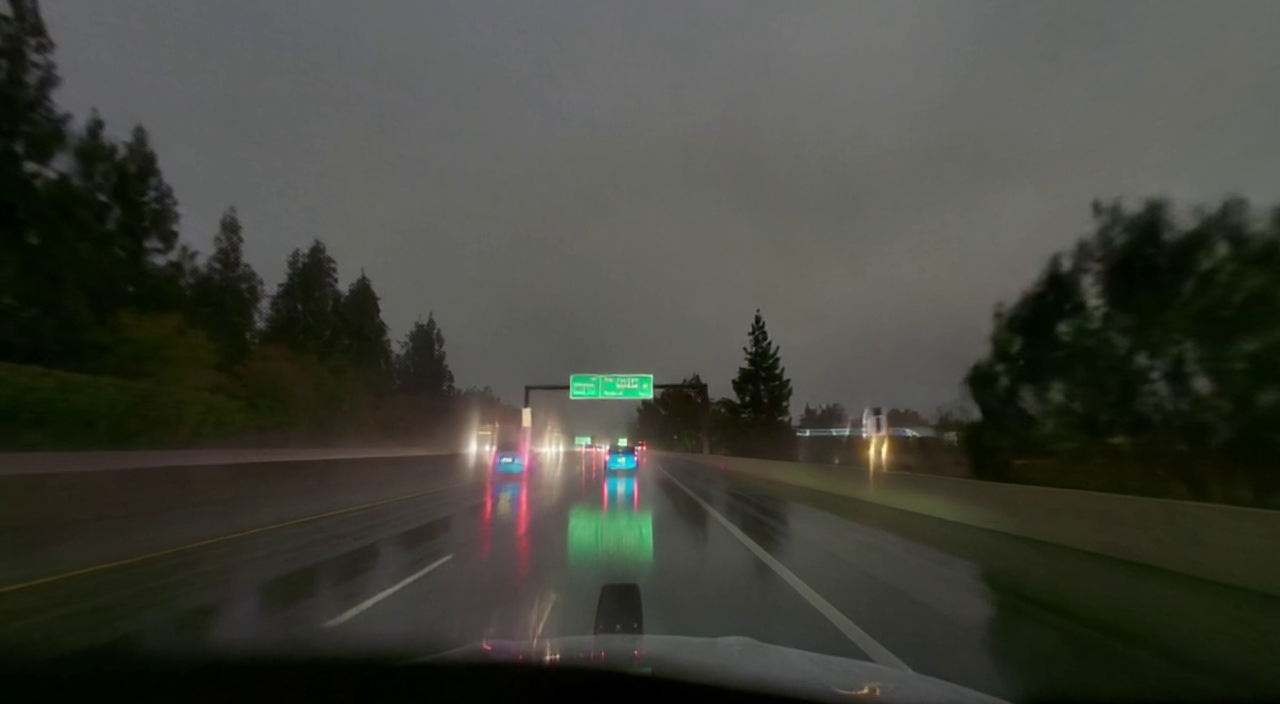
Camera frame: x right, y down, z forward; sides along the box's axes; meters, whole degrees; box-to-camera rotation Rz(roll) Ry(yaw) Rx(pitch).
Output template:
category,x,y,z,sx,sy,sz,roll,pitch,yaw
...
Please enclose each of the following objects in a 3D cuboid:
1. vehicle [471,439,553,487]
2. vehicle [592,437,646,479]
category,x,y,z,sx,sy,sz,roll,pitch,yaw
vehicle,-4.722,4.174,23.841,2.103,1.588,4.709,-1,-9,0
vehicle,-0.902,4.670,27.789,2.220,1.711,4.056,0,-9,-1
